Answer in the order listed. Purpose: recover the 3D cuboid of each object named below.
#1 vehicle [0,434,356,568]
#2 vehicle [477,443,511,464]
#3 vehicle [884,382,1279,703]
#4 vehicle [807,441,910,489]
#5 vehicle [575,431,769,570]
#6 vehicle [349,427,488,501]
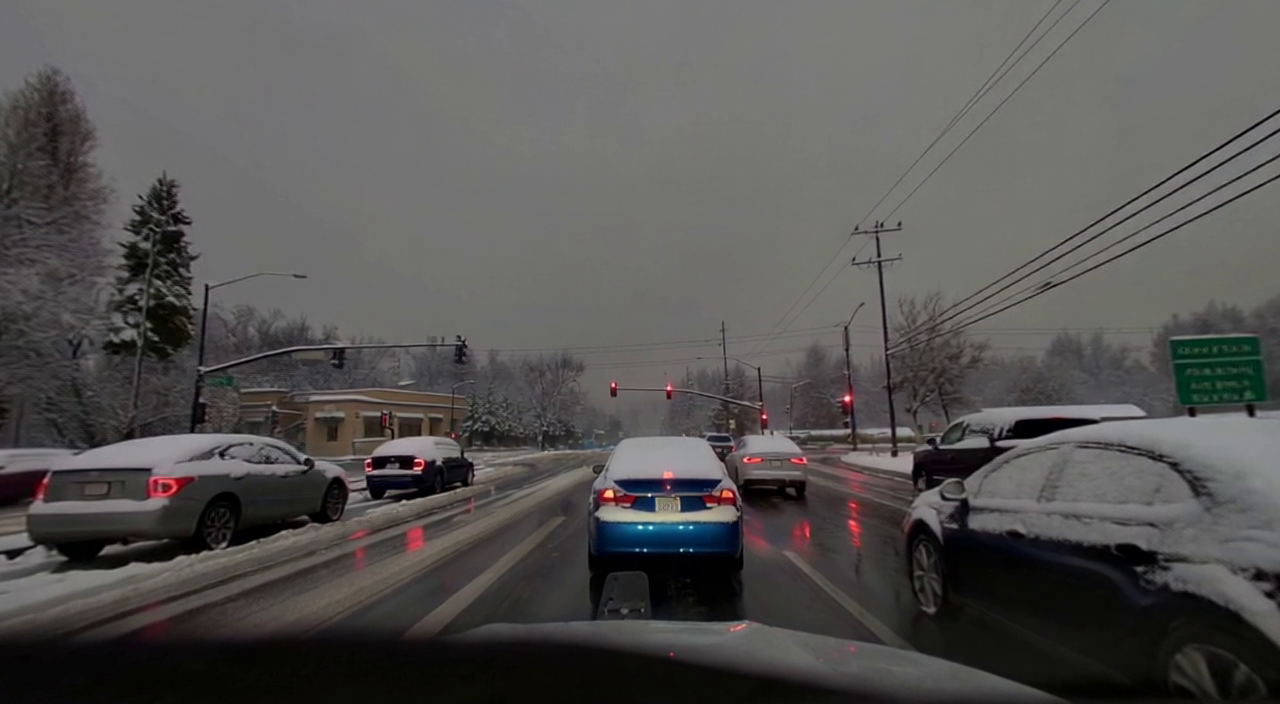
[{"bbox_3d":[-6.405,2.035,9.551,1.955,1.497,4.639,-1,-8,1],"label":"vehicle"},{"bbox_3d":[-11.540,8.051,49.993,1.771,1.574,3.817,-1,-8,0],"label":"vehicle"},{"bbox_3d":[3.129,1.065,3.537,1.870,1.523,4.096,0,-8,0],"label":"vehicle"},{"bbox_3d":[7.283,3.778,21.545,1.867,1.459,4.436,0,-8,-1],"label":"vehicle"},{"bbox_3d":[0.330,1.906,8.901,2.109,1.483,3.964,0,-8,0],"label":"vehicle"},{"bbox_3d":[-6.237,3.209,18.582,2.070,1.824,5.196,-1,-8,2],"label":"vehicle"}]
